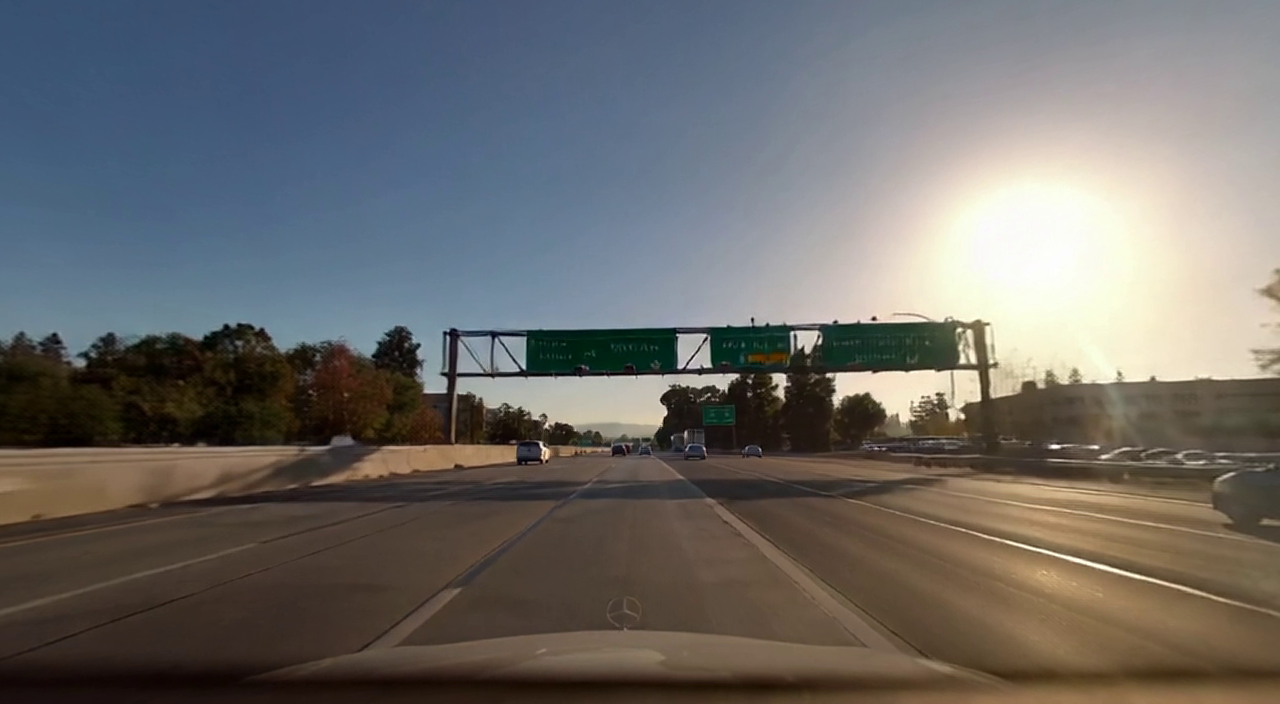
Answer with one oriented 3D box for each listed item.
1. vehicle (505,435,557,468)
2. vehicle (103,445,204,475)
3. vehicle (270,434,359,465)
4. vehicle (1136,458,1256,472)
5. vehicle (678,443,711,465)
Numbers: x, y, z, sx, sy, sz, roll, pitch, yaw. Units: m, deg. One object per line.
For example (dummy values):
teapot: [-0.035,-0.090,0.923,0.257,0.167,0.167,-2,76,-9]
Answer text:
vehicle: [-6.242,5.760,36.408,2.091,1.746,4.437,0,-9,1]
vehicle: [-25.236,5.611,32.794,1.743,1.428,4.297,0,-9,1]
vehicle: [-21.235,6.427,41.312,2.760,1.878,5.700,0,-9,1]
vehicle: [43.723,8.872,49.591,6.546,0.925,2.669,-3,-9,21]
vehicle: [3.758,7.108,44.046,1.950,1.453,3.378,0,-8,-1]
